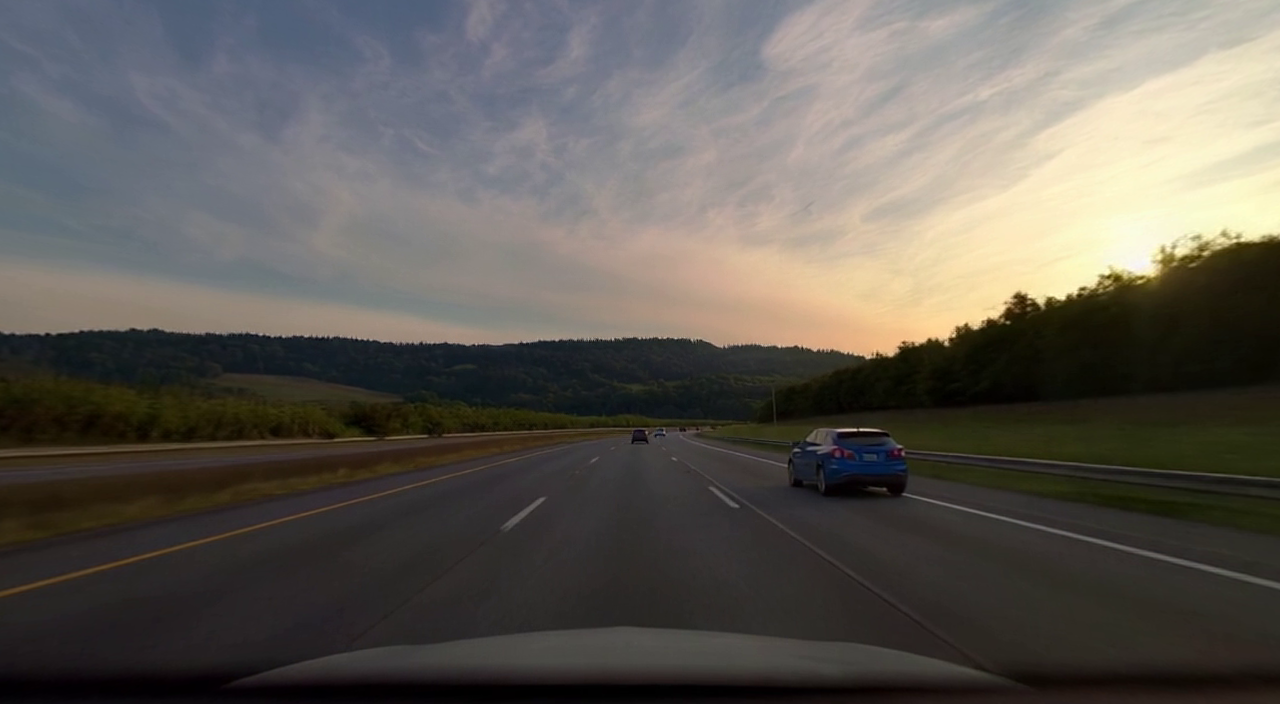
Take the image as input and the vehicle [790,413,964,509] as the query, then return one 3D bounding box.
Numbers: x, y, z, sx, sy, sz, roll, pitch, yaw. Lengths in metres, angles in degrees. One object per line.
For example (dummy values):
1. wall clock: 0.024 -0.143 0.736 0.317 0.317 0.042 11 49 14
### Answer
1. vehicle: 4.227 1.992 11.934 1.765 1.510 3.762 0 -8 -1
